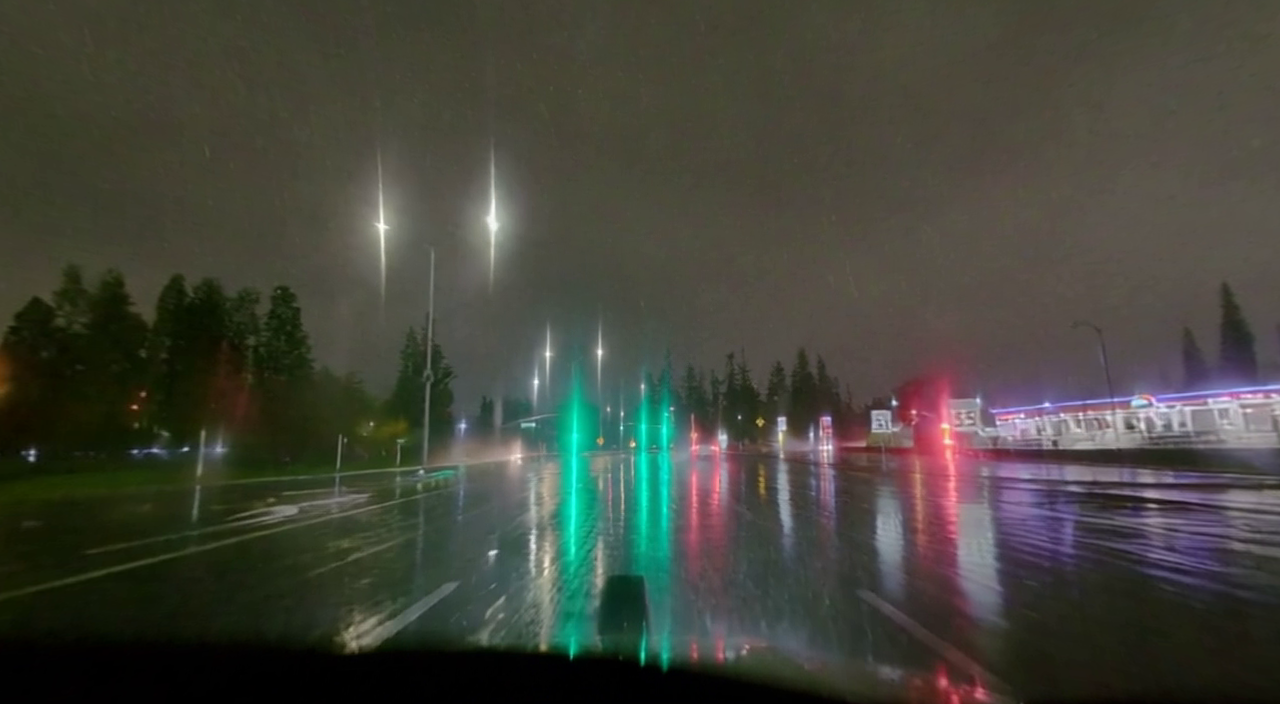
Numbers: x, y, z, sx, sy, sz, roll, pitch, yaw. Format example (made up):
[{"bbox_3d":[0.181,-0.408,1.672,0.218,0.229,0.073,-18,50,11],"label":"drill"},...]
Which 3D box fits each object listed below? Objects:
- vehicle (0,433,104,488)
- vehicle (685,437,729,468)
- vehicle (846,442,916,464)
[{"bbox_3d":[-32.752,5.728,33.528,6.090,2.737,2.475,-1,-8,1],"label":"vehicle"},{"bbox_3d":[3.862,5.880,36.911,2.007,1.683,4.171,0,-8,-1],"label":"vehicle"},{"bbox_3d":[17.219,7.200,45.124,4.194,1.495,1.954,0,-8,-1],"label":"vehicle"}]
